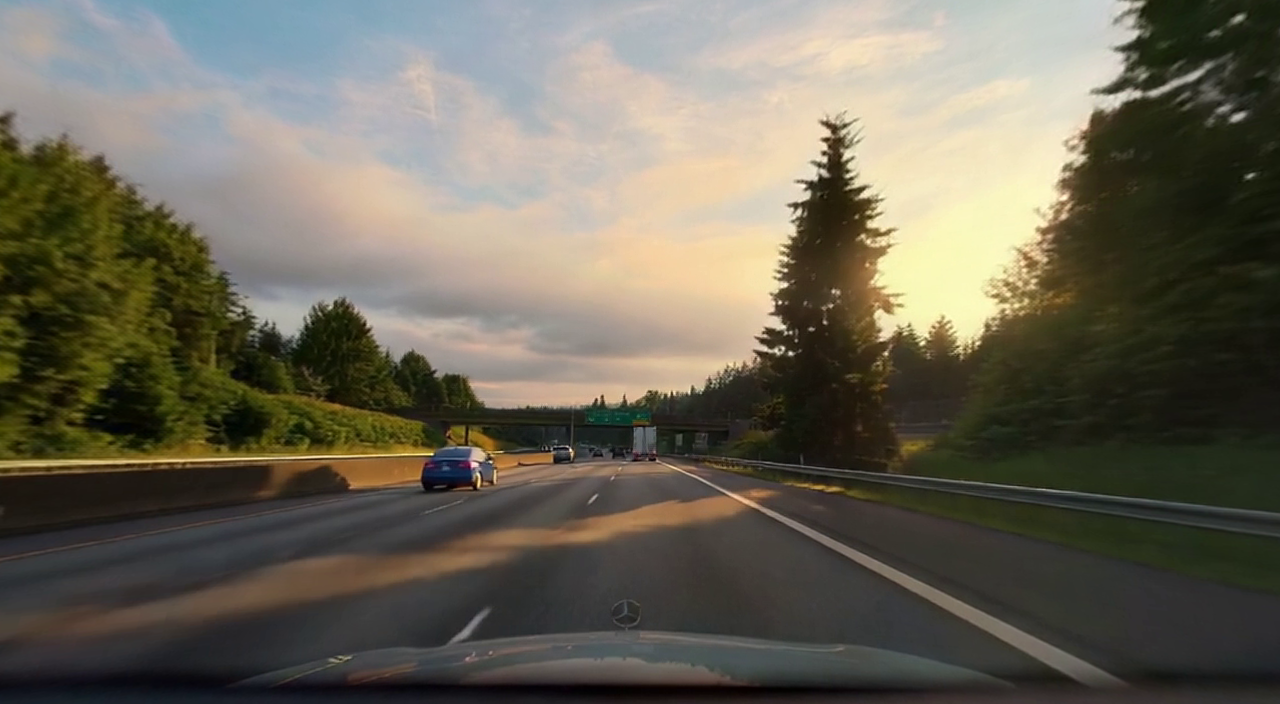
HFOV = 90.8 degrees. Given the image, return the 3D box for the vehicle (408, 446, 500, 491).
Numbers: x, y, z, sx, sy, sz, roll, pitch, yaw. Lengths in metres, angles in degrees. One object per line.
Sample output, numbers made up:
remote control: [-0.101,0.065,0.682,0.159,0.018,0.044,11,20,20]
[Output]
vehicle: [-6.790,4.268,23.571,2.038,1.489,4.603,0,-9,0]
